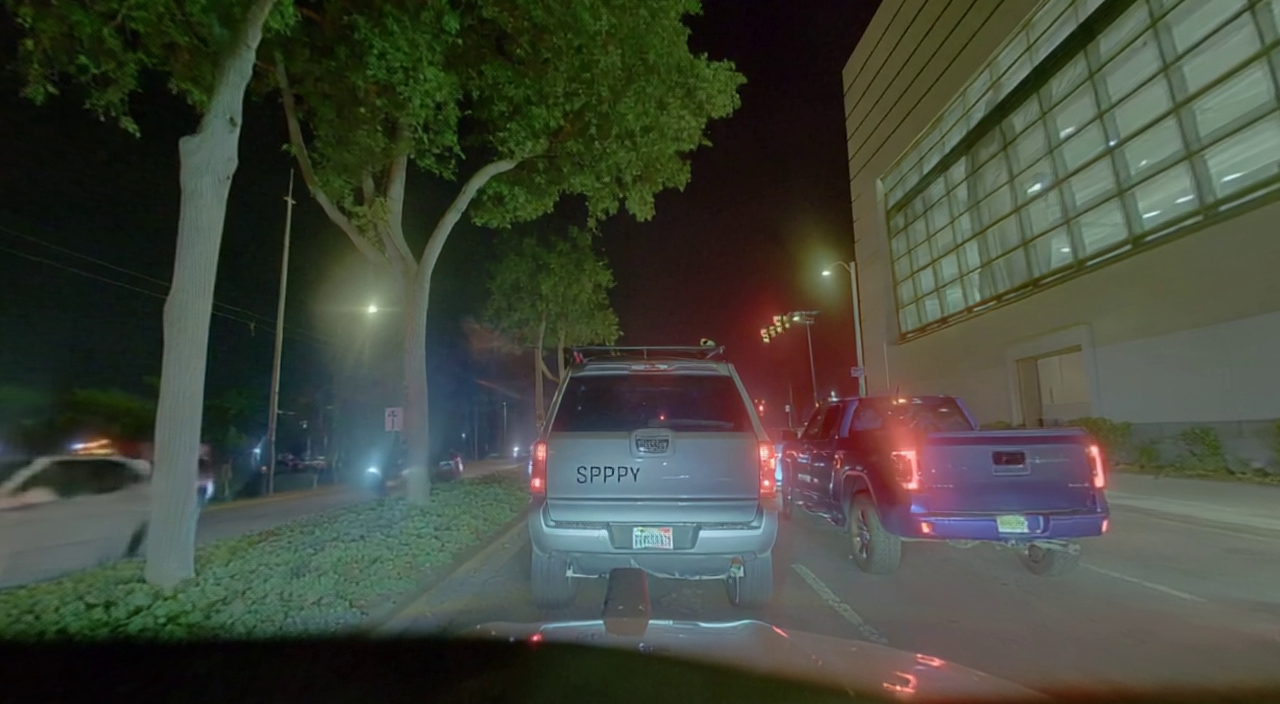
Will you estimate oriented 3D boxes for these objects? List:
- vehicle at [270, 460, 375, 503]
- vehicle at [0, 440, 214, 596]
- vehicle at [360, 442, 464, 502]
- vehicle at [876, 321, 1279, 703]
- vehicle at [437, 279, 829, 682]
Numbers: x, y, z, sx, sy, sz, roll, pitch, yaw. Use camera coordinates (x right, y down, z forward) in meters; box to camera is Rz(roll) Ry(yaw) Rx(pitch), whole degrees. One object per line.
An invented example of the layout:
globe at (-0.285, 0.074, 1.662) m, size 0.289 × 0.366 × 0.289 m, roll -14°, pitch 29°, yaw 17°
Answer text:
vehicle at (-15.734, 6.428, 31.706) m, size 2.214 × 1.815 × 5.613 m, roll 0°, pitch -8°, yaw 2°
vehicle at (-8.876, 2.231, 9.093) m, size 2.128 × 1.868 × 4.863 m, roll 0°, pitch -8°, yaw -2°
vehicle at (-8.975, 4.709, 25.362) m, size 2.126 × 2.027 × 5.018 m, roll -3°, pitch -9°, yaw 2°
vehicle at (3.078, 0.989, 3.465) m, size 2.022 × 1.700 × 4.410 m, roll 0°, pitch -8°, yaw 3°
vehicle at (0.013, 1.039, 5.975) m, size 2.267 × 2.372 × 4.366 m, roll 0°, pitch -8°, yaw 2°
